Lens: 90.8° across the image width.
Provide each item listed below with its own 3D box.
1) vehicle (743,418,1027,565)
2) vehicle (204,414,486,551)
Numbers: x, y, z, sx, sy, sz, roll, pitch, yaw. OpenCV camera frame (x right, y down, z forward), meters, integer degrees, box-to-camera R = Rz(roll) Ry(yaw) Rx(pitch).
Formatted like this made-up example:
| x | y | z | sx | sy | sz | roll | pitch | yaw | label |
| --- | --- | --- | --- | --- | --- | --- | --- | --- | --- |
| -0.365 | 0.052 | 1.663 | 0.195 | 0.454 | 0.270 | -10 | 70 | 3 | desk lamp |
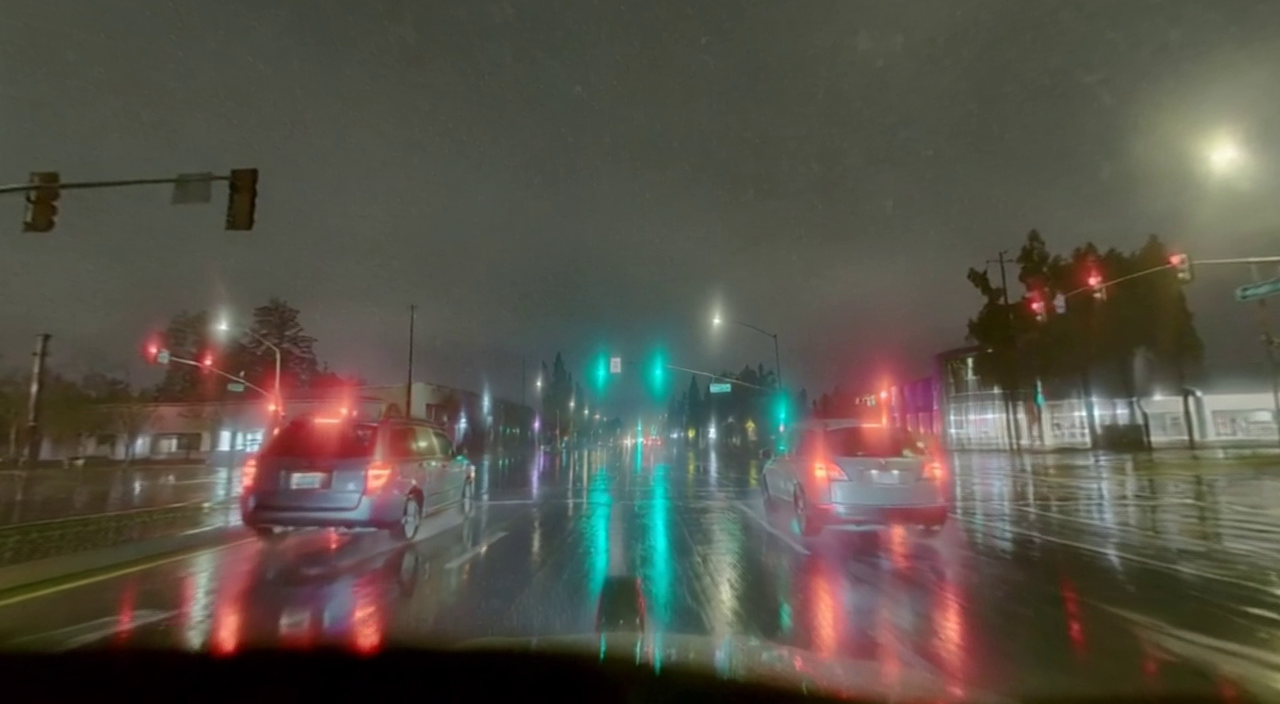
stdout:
| x | y | z | sx | sy | sz | roll | pitch | yaw | label |
| --- | --- | --- | --- | --- | --- | --- | --- | --- | --- |
| 2.950 | 1.804 | 9.025 | 2.130 | 1.524 | 4.722 | 0 | -8 | 0 | vehicle |
| -3.898 | 1.806 | 9.454 | 1.973 | 1.526 | 4.533 | 0 | -8 | 1 | vehicle |
